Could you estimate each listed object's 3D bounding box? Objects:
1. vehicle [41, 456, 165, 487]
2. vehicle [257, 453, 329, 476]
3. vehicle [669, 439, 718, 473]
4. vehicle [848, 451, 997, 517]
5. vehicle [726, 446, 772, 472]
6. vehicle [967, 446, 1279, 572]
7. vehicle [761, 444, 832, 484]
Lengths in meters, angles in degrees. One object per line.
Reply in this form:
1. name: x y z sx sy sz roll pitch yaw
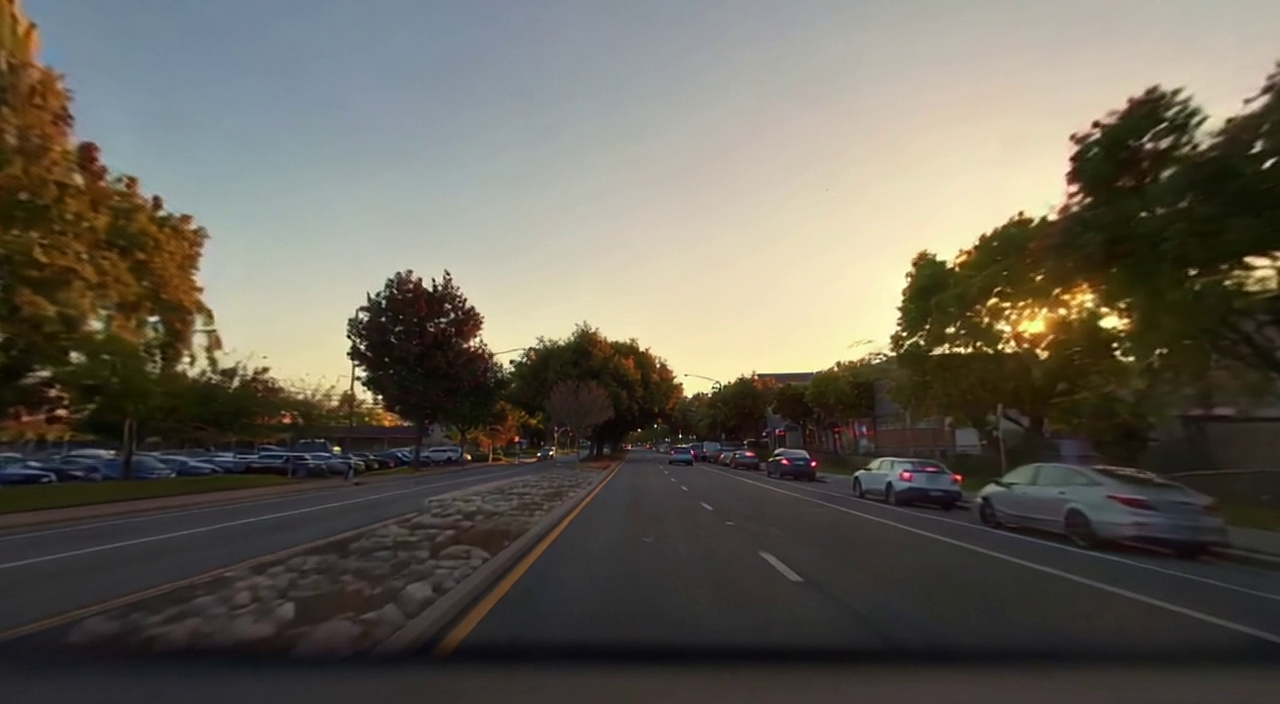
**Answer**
1. vehicle: -29.603 6.572 35.057 4.702 1.535 2.292 4 -9 -26
2. vehicle: -23.844 7.706 43.587 1.768 1.429 4.423 -2 -8 13
3. vehicle: 3.045 6.024 36.881 2.293 1.814 4.589 0 -8 -2
4. vehicle: 7.239 3.381 16.786 1.852 1.448 4.446 0 -8 -1
5. vehicle: 7.234 7.114 42.371 1.951 1.601 5.147 0 -8 -2
6. vehicle: 7.207 2.273 10.006 1.812 1.548 4.021 0 -8 -1
7. vehicle: 7.124 5.130 29.255 1.994 1.691 4.472 0 -8 -2
